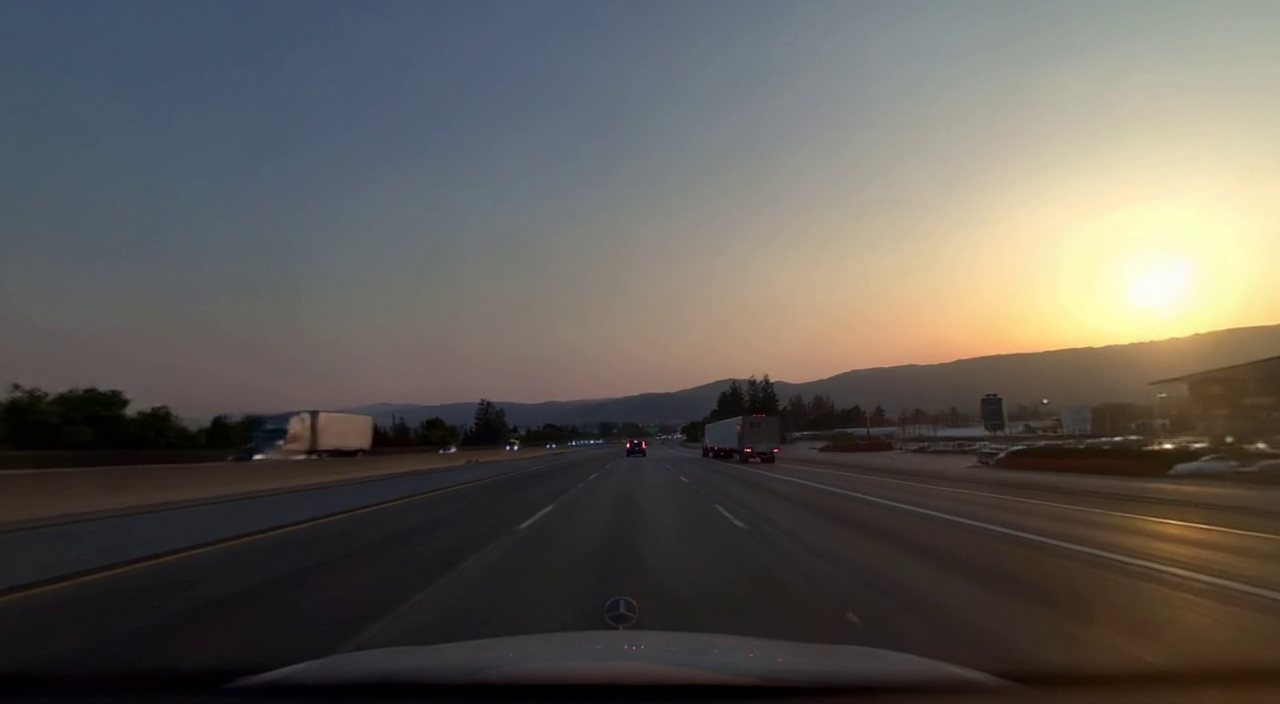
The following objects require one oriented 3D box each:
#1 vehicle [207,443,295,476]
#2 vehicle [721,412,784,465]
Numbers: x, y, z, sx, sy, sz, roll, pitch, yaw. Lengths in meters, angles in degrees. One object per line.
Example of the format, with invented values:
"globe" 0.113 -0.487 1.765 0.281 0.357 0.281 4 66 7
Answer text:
"vehicle" -21.931 6.059 35.840 2.078 1.705 4.544 0 -8 0
"vehicle" 7.322 5.823 42.220 2.793 3.204 7.997 0 -8 1
